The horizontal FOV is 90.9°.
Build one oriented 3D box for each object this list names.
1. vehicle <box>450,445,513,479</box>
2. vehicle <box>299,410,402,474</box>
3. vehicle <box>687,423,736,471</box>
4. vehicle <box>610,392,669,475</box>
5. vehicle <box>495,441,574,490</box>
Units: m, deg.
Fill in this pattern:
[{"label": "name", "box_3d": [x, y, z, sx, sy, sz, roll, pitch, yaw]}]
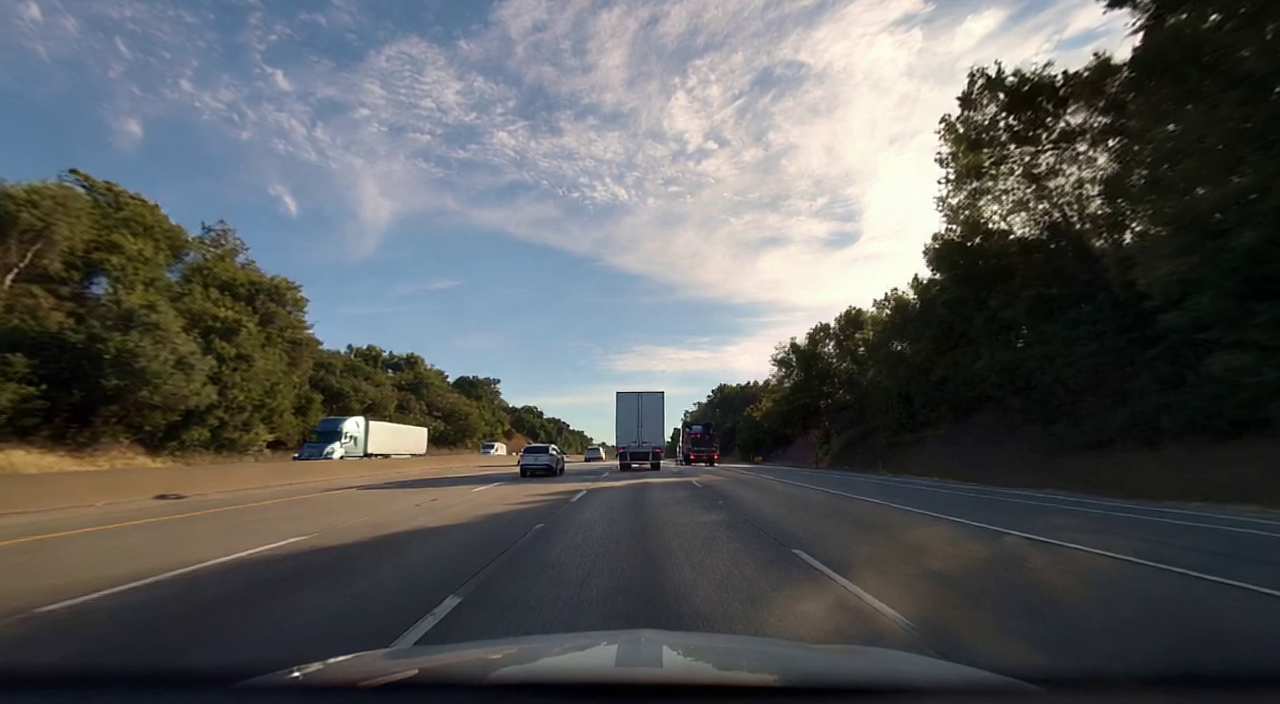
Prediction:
[{"label": "vehicle", "box_3d": [-7.362, 5.163, 29.689, 1.926, 1.482, 3.959, 0, -9, 1]}, {"label": "vehicle", "box_3d": [-18.373, 5.844, 40.678, 3.084, 3.687, 7.389, 0, -9, -1]}, {"label": "vehicle", "box_3d": [4.556, 6.138, 40.699, 2.565, 2.902, 3.798, 0, -9, -2]}, {"label": "vehicle", "box_3d": [-0.119, 4.946, 37.118, 2.875, 4.056, 12.312, 0, -9, -1]}, {"label": "vehicle", "box_3d": [-3.569, 3.928, 22.117, 2.061, 1.555, 3.900, 0, -9, 0]}]
